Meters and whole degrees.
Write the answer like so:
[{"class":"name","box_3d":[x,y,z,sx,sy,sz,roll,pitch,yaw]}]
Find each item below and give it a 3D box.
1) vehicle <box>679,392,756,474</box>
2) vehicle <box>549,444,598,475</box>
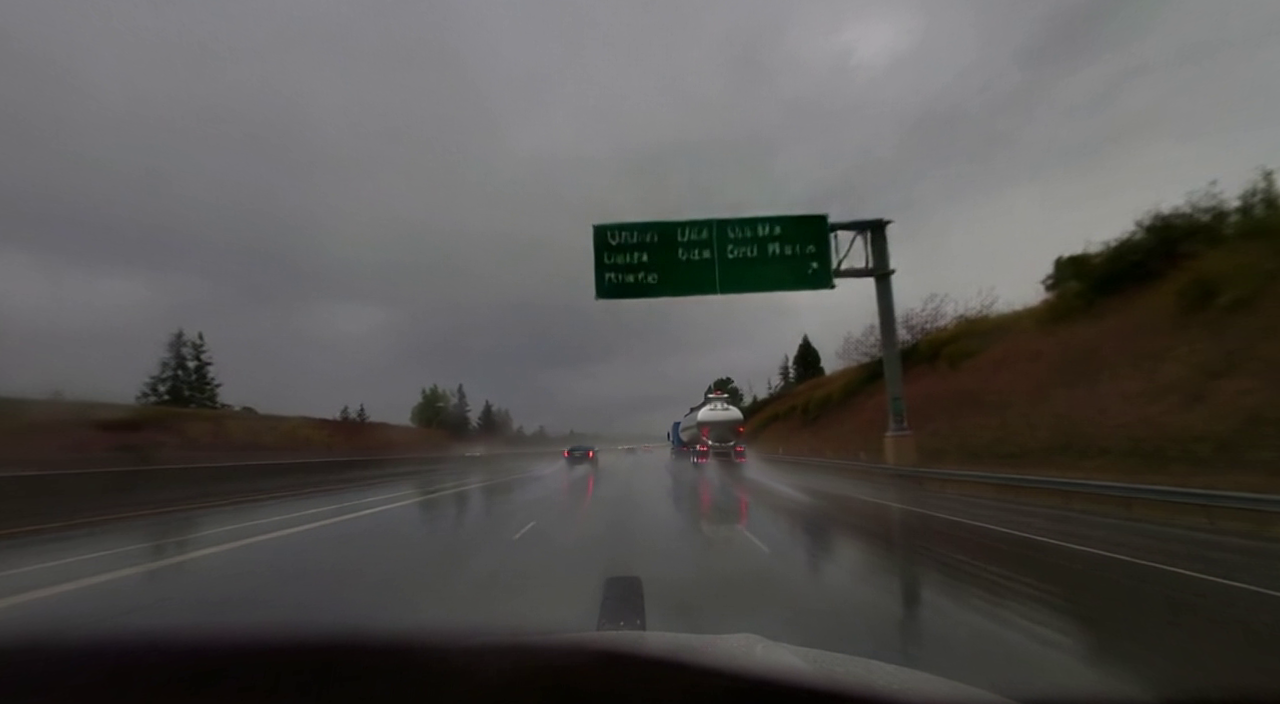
[{"class":"vehicle","box_3d":[3.874,4.469,33.958,2.759,3.734,9.708,0,-9,-1]},{"class":"vehicle","box_3d":[-3.347,5.483,32.533,1.986,1.458,4.506,0,-9,1]}]
